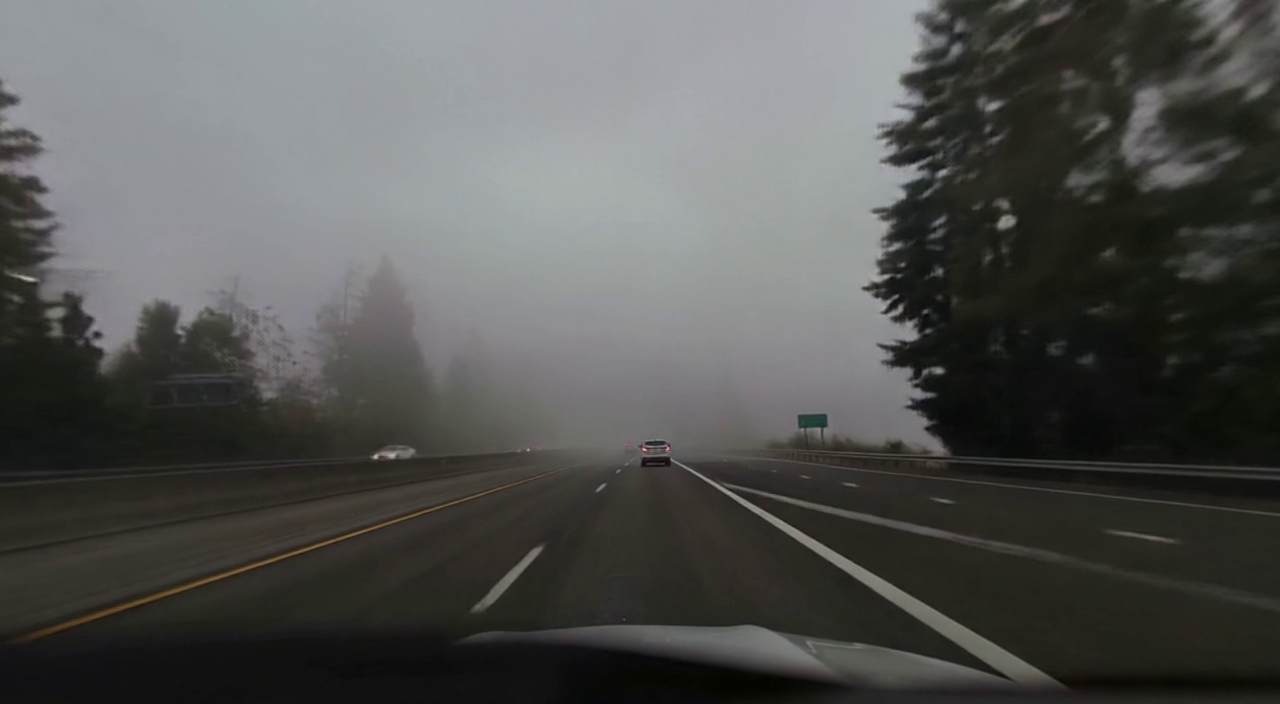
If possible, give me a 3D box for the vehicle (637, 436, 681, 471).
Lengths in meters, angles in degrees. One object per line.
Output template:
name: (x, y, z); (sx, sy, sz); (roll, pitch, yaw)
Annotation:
vehicle: (0.965, 5.533, 34.665); (2.260, 1.766, 4.348); (0, -8, 0)
